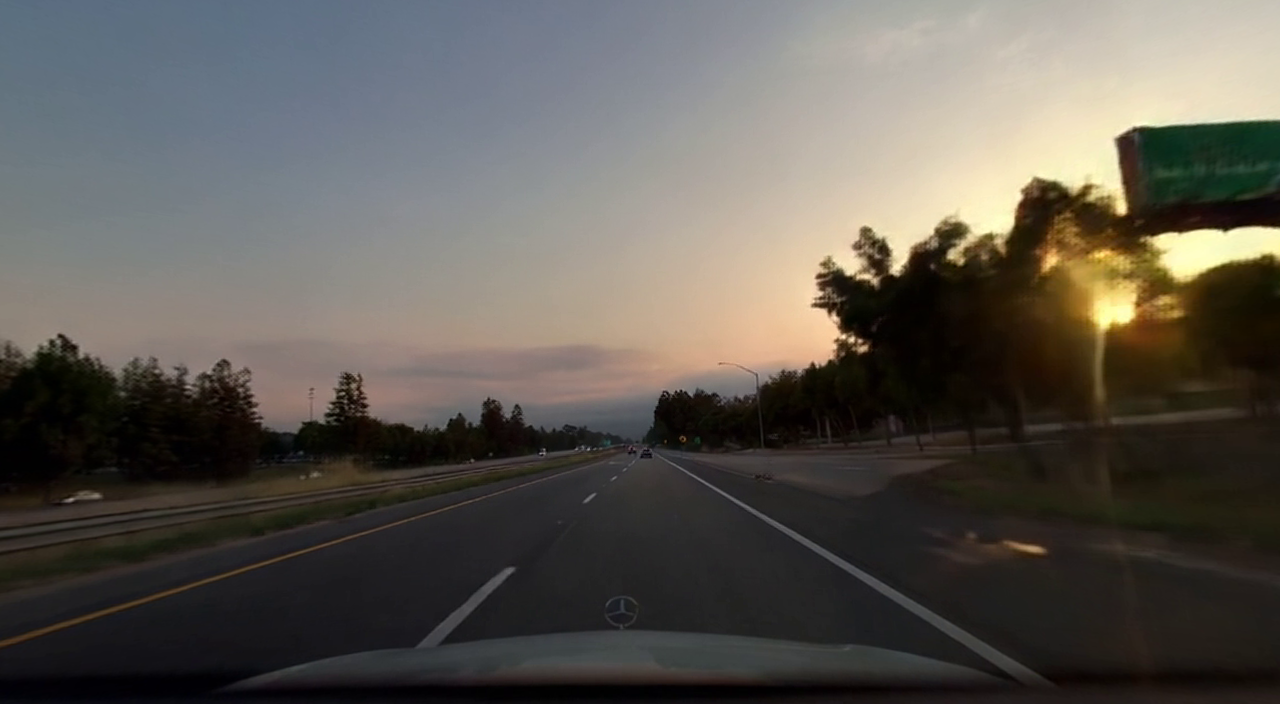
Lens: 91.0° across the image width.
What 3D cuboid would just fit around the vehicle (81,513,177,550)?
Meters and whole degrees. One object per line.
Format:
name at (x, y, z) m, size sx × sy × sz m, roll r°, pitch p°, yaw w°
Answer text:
vehicle at (-30.498, 10.727, 37.796) m, size 1.775 × 1.530 × 4.579 m, roll -2°, pitch -9°, yaw 3°
